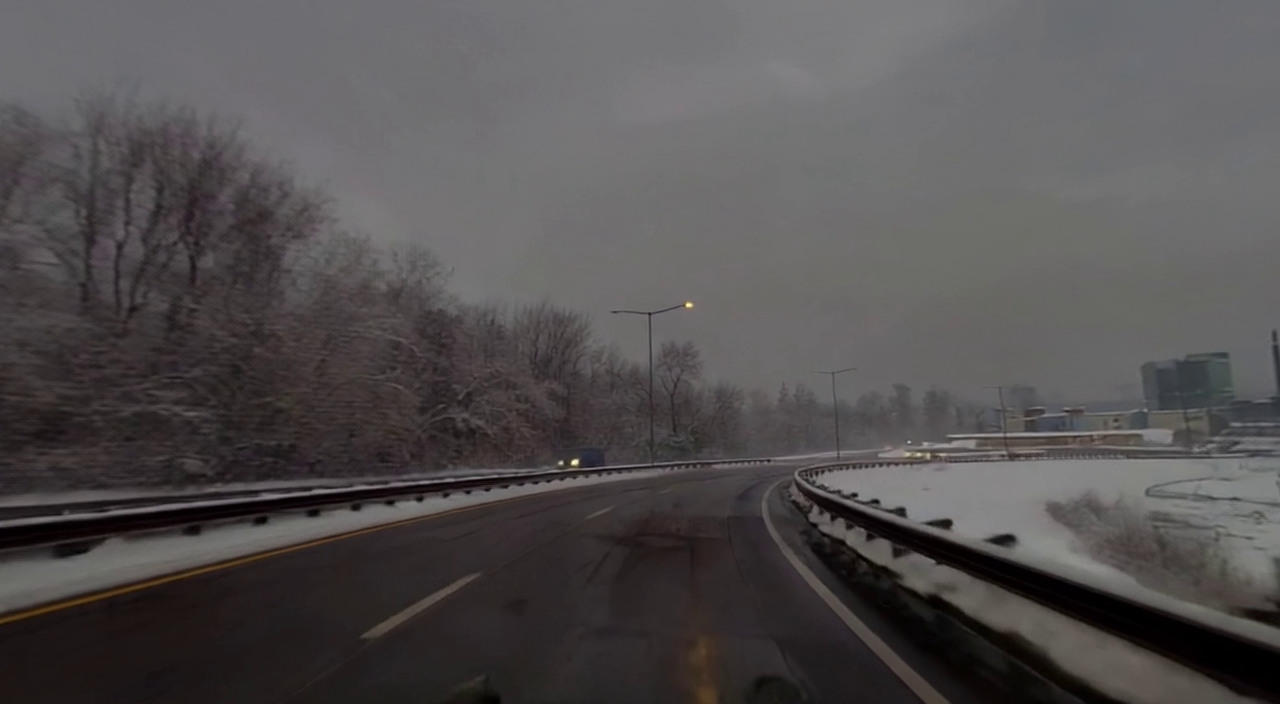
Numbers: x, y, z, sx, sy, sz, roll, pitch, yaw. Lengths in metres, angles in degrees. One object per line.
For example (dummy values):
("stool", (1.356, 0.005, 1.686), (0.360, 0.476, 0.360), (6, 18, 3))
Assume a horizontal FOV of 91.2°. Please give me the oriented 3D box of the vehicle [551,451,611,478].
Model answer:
("vehicle", (-3.931, 7.579, 42.626), (2.009, 1.707, 4.571), (-4, -10, 26))
